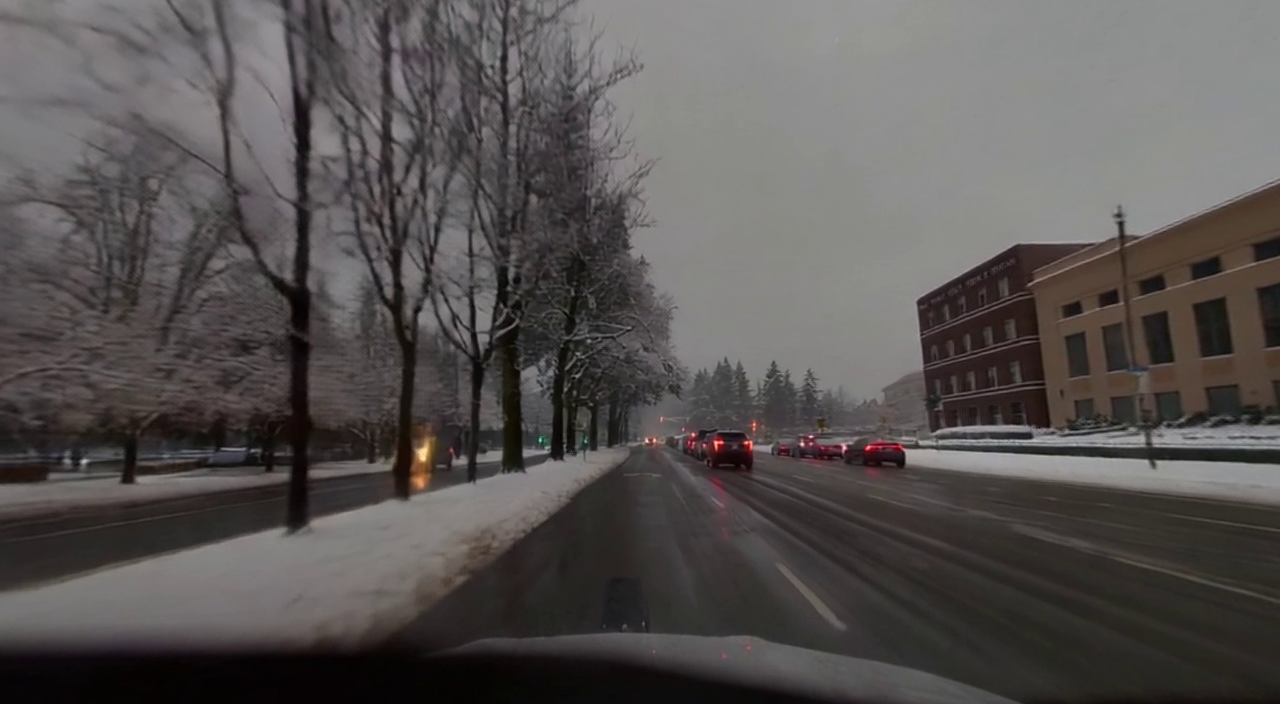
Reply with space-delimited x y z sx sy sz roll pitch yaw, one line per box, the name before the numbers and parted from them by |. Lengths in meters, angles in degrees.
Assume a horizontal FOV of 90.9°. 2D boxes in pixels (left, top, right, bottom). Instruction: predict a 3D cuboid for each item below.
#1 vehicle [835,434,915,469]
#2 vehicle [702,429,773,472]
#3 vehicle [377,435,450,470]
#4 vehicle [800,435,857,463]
vehicle | 10.537 4.496 28.653 1.840 1.467 4.731 0 -8 0
vehicle | 4.050 4.185 26.972 2.216 1.675 4.627 0 -8 -1
vehicle | -13.640 6.101 38.462 2.285 1.931 5.530 -2 -8 2
vehicle | 10.796 5.588 36.456 1.841 1.471 4.790 0 -8 0
